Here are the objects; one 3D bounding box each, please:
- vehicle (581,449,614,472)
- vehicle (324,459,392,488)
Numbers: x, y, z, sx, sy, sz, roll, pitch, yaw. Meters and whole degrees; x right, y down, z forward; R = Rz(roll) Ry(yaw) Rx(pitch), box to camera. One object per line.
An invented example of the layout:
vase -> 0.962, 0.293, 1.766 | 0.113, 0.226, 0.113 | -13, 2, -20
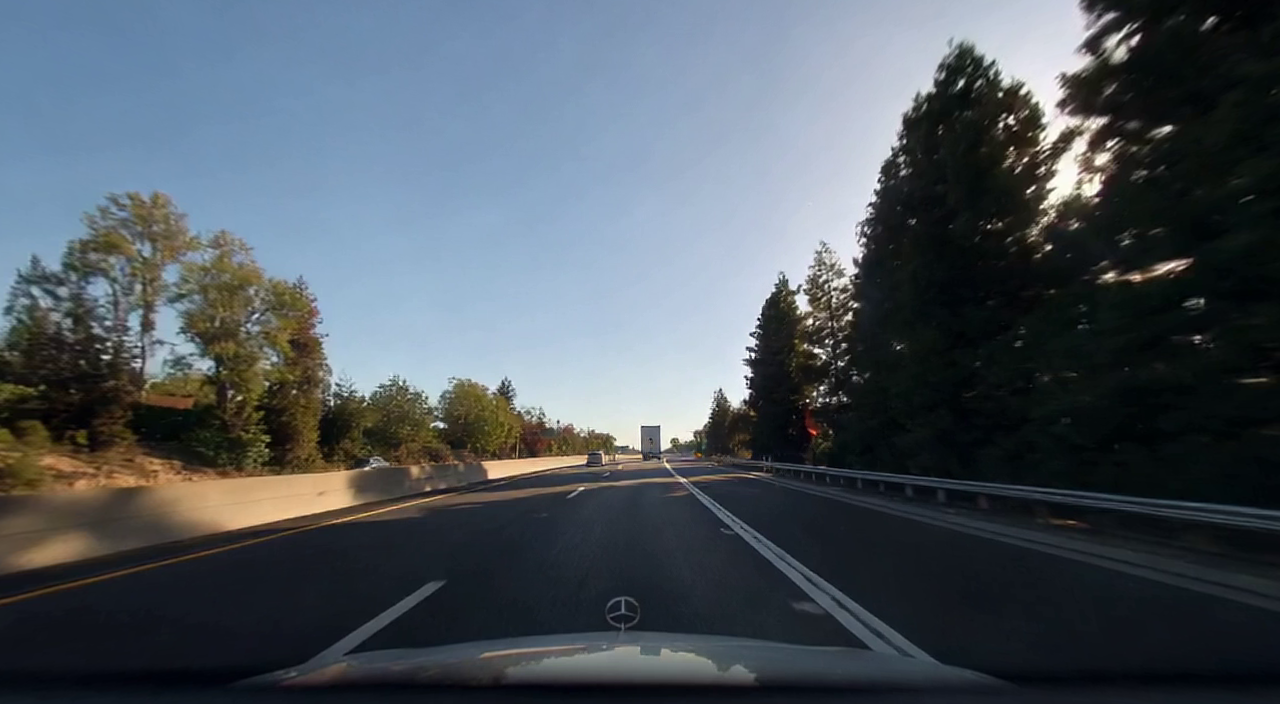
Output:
vehicle -> -3.141, 8.200, 47.854 | 2.022, 1.604, 5.032 | 0, -9, 1
vehicle -> -16.799, 7.202, 37.802 | 1.935, 1.555, 4.517 | 0, -9, 0
